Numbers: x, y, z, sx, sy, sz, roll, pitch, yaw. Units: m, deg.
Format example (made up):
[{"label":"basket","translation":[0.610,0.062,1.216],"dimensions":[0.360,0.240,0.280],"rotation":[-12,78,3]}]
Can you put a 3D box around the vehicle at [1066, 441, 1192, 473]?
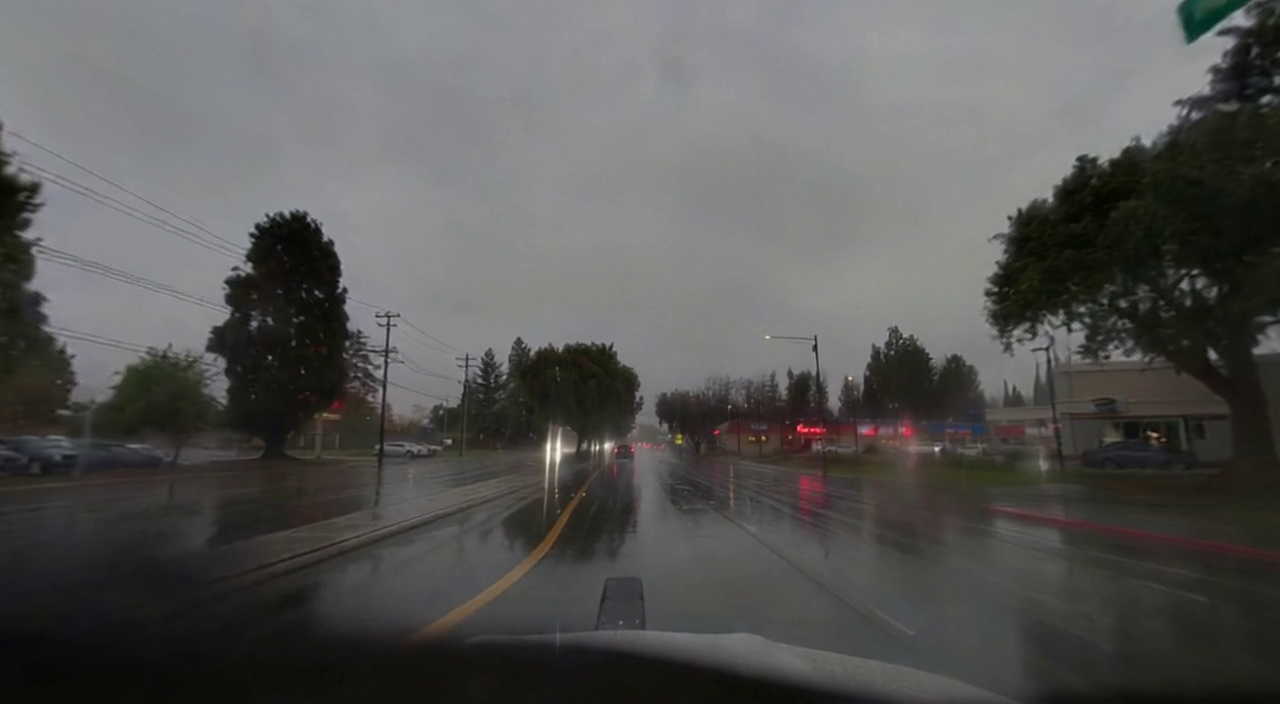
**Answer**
[{"label":"vehicle","translation":[24.607,5.246,31.958],"dimensions":[2.066,1.467,4.486],"rotation":[5,-10,-31]}]
